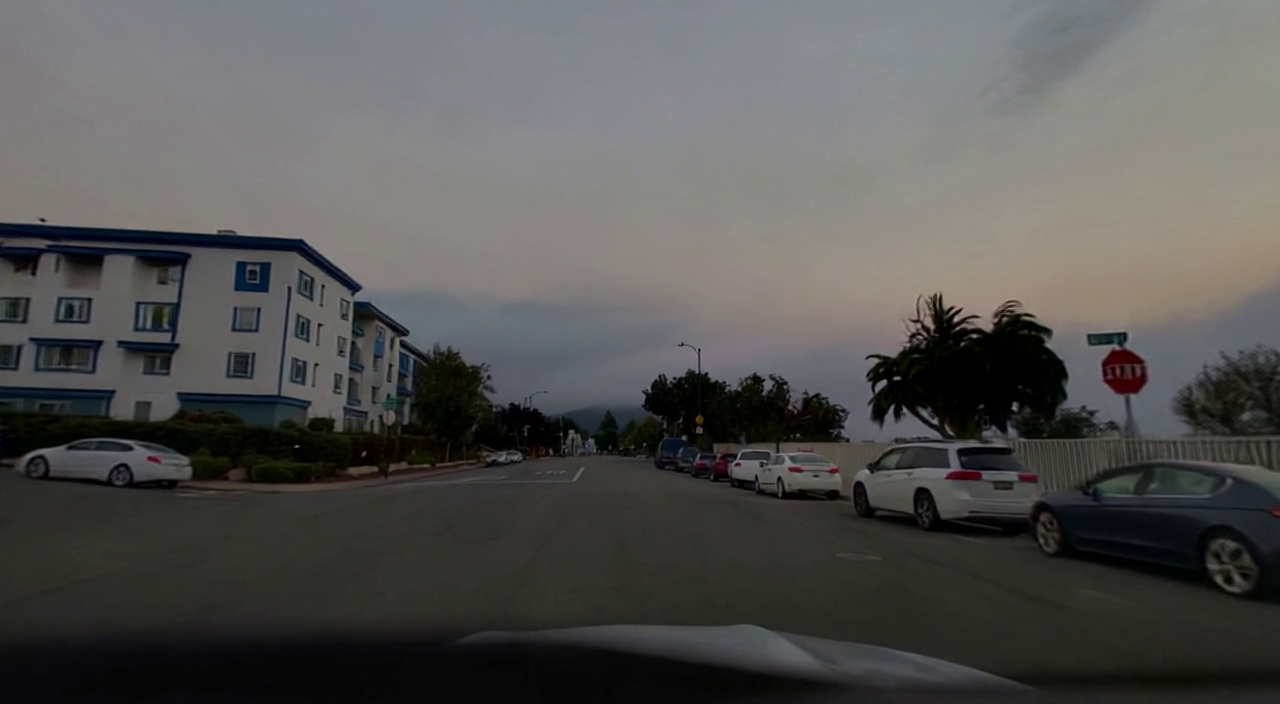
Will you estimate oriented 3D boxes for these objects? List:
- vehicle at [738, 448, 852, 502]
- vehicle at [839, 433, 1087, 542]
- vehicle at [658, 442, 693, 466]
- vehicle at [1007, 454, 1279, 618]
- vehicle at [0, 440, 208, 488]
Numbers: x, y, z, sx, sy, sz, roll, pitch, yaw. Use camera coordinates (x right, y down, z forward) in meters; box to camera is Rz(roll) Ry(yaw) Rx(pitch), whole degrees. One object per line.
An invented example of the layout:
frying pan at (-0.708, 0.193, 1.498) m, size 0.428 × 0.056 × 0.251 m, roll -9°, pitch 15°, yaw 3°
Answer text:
vehicle at (5.032, 4.034, 21.313) m, size 2.122 × 1.554 × 4.777 m, roll 1°, pitch -8°, yaw -7°
vehicle at (5.978, 2.516, 12.591) m, size 1.917 × 1.704 × 4.840 m, roll 1°, pitch -8°, yaw -7°
vehicle at (2.729, 8.012, 49.708) m, size 2.386 × 1.752 × 4.376 m, roll 0°, pitch -8°, yaw -3°
vehicle at (6.469, 1.885, 7.185) m, size 1.900 × 1.368 × 4.176 m, roll 1°, pitch -8°, yaw -3°
vehicle at (-16.407, 3.407, 19.490) m, size 4.603 × 1.335 × 1.889 m, roll 2°, pitch -9°, yaw -14°
